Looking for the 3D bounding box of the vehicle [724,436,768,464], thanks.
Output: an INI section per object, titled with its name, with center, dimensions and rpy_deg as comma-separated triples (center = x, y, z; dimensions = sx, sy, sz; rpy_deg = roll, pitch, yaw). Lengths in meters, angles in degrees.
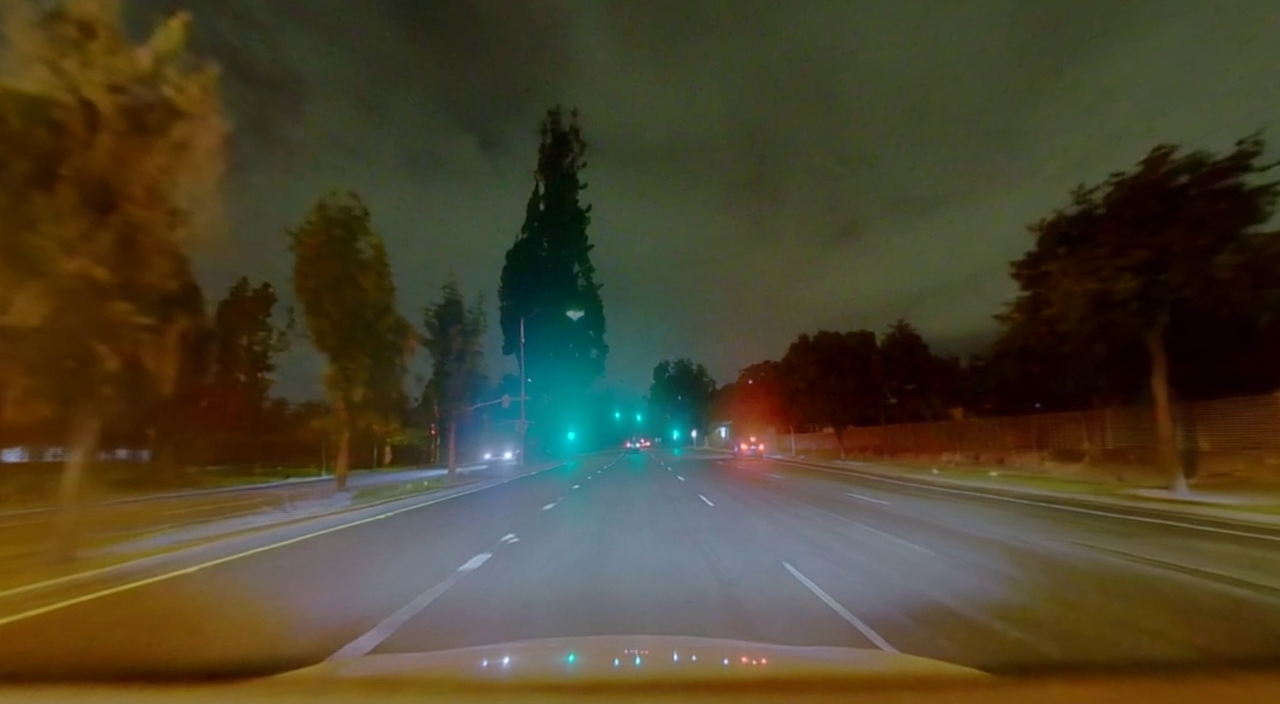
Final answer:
[vehicle]
center = 6.753, 6.324, 40.746
dimensions = 2.011, 1.710, 4.357
rpy_deg = 0, -9, -2
